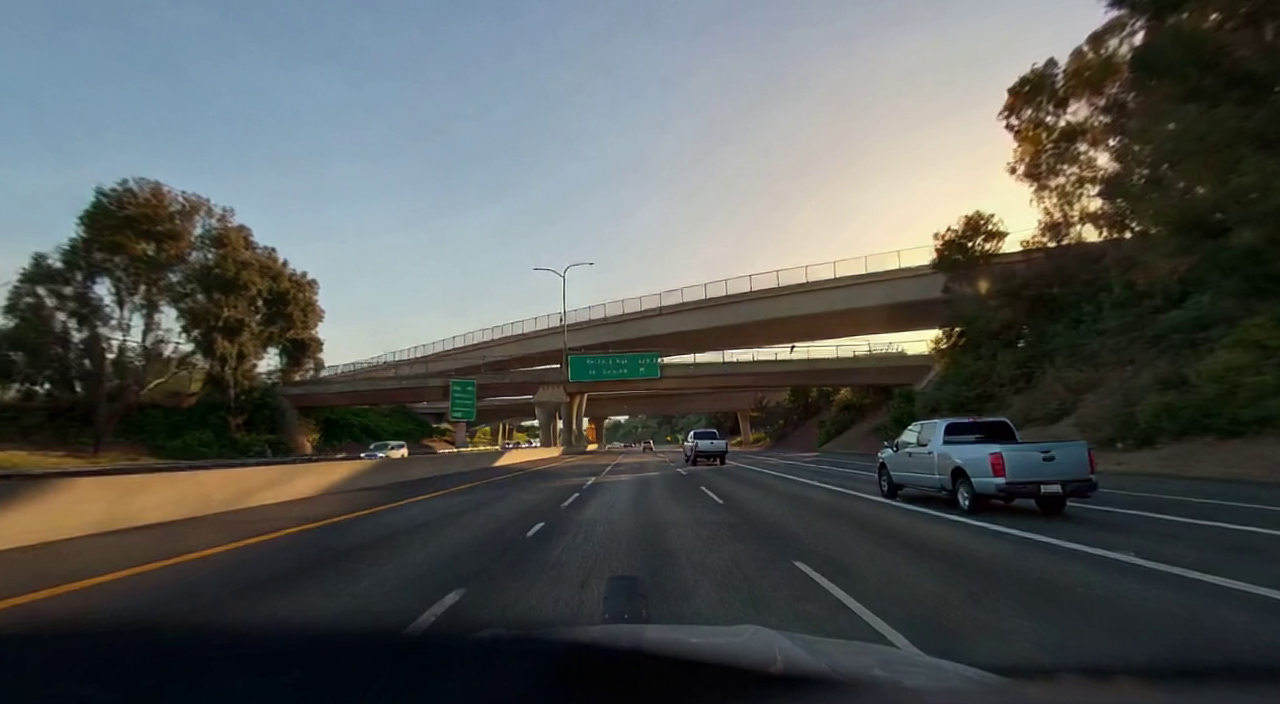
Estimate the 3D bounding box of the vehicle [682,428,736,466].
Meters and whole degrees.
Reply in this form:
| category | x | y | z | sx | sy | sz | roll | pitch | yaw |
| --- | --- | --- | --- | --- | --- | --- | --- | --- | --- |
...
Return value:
| category | x | y | z | sx | sy | sz | roll | pitch | yaw |
| --- | --- | --- | --- | --- | --- | --- | --- | --- | --- |
| vehicle | 3.938 | 5.597 | 37.161 | 2.505 | 2.020 | 5.532 | 0 | -8 | 0 |

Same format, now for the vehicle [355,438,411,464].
| category | x | y | z | sx | sy | sz | roll | pitch | yaw |
| --- | --- | --- | --- | --- | --- | --- | --- | --- | --- |
| vehicle | -19.349 | 7.477 | 47.771 | 2.113 | 1.797 | 4.867 | 0 | -8 | 1 |
